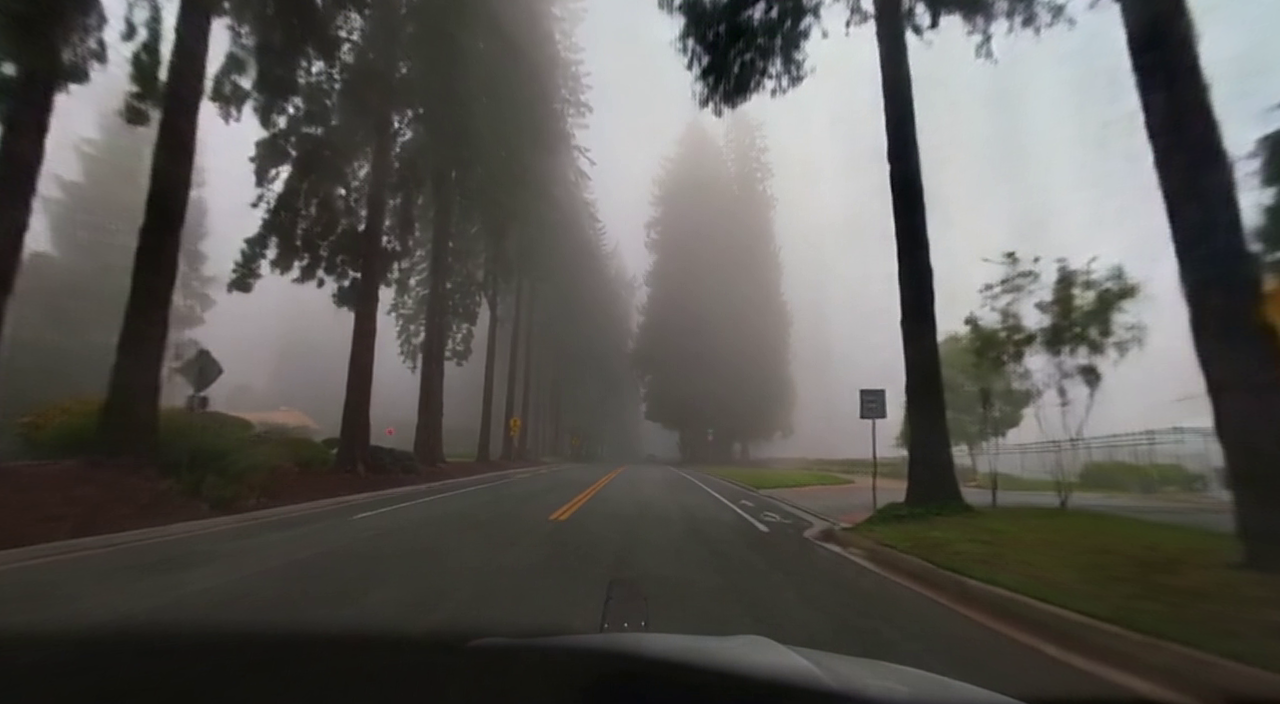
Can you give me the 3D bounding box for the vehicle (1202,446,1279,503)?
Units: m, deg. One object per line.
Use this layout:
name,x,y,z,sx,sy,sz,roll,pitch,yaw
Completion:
vehicle,20.006,3.879,20.383,1.958,1.644,4.527,-5,-10,33
